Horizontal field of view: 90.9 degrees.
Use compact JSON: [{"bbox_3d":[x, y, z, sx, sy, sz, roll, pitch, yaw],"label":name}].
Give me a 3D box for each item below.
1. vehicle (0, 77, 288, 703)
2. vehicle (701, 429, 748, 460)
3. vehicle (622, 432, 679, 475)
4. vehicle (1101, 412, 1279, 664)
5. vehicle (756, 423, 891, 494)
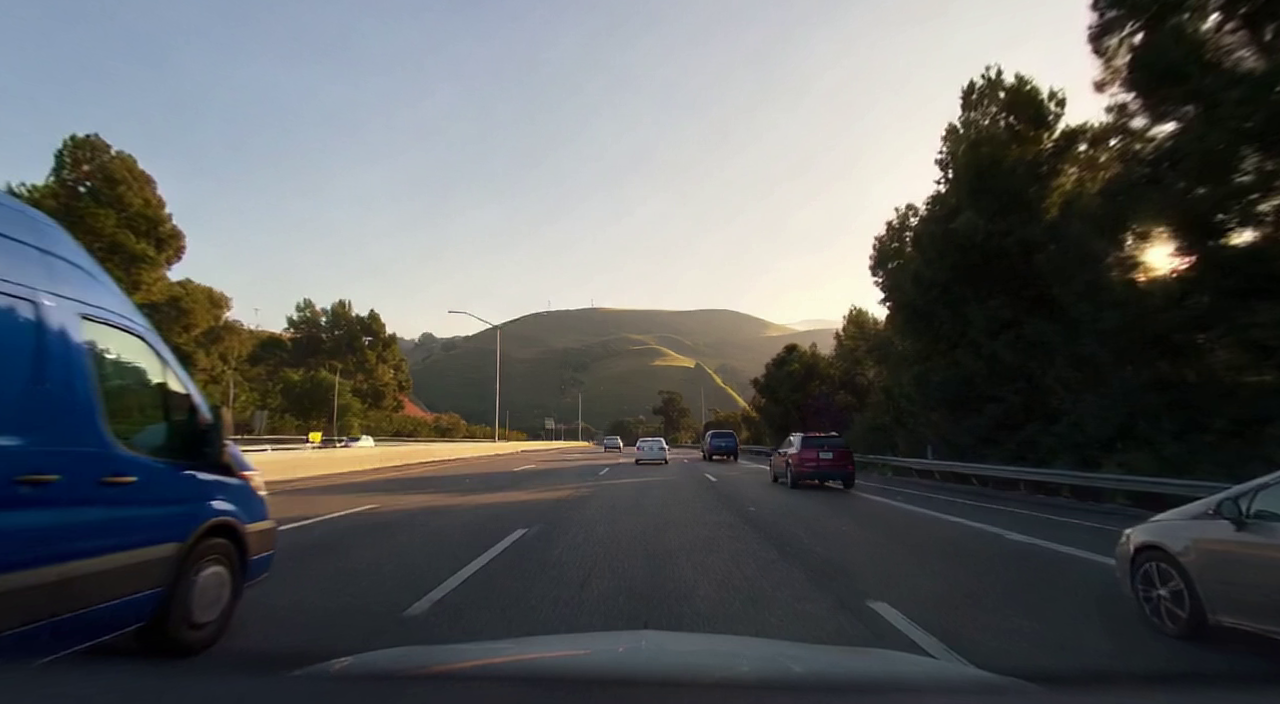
[{"bbox_3d":[-3.585,0.159,1.262,2.396,2.664,5.735,0,-8,0],"label":"vehicle"},{"bbox_3d":[5.403,6.014,40.904,2.229,1.837,4.710,0,-8,-2],"label":"vehicle"},{"bbox_3d":[0.367,3.929,24.590,2.054,1.504,3.890,0,-8,0],"label":"vehicle"},{"bbox_3d":[4.864,0.985,2.949,2.050,1.491,4.362,0,-8,-1],"label":"vehicle"},{"bbox_3d":[4.736,2.833,17.060,2.270,1.660,4.101,0,-8,-2],"label":"vehicle"}]
